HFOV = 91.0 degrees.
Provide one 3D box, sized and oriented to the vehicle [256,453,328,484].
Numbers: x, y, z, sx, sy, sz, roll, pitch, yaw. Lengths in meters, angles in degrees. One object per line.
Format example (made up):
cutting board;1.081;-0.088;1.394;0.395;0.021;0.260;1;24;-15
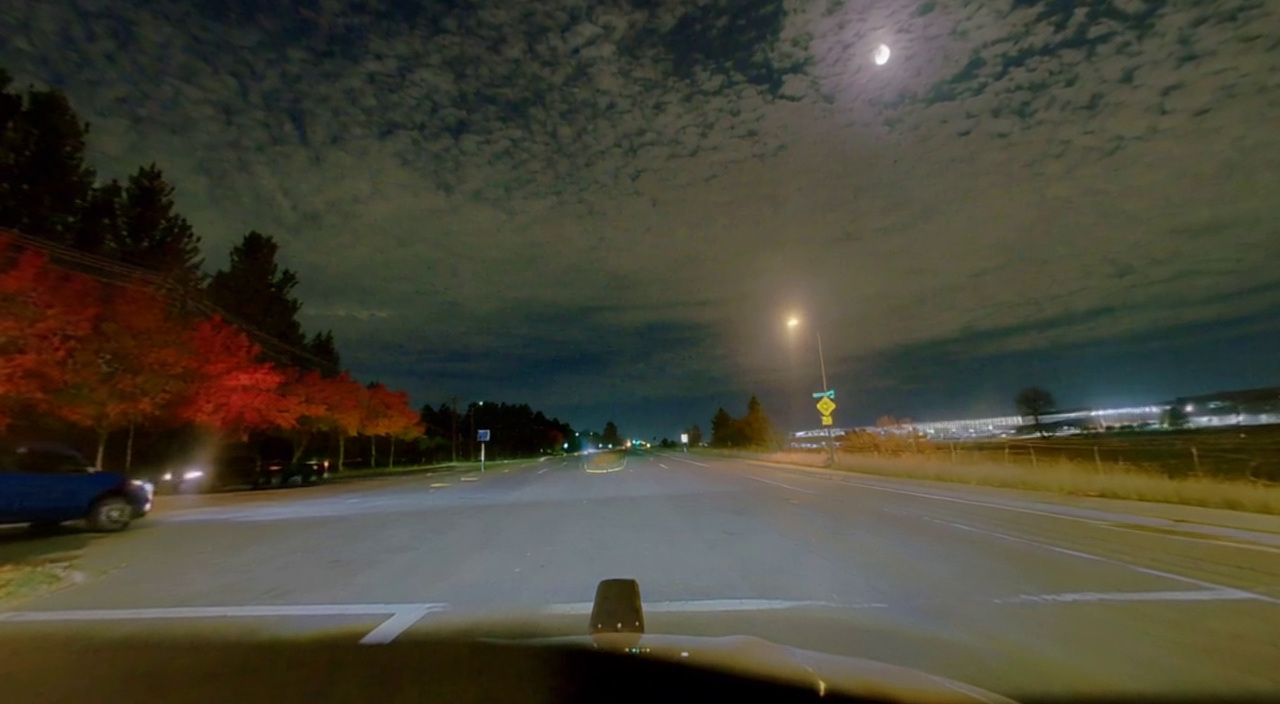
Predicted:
vehicle;-21.194;7.075;38.417;1.902;1.720;3.248;-6;-10;33

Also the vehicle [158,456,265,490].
vehicle;-23.639;6.652;34.880;1.907;1.644;4.410;-7;-11;37

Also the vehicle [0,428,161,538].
vehicle;-13.050;2.519;12.282;5.607;2.012;2.284;6;-10;-33
